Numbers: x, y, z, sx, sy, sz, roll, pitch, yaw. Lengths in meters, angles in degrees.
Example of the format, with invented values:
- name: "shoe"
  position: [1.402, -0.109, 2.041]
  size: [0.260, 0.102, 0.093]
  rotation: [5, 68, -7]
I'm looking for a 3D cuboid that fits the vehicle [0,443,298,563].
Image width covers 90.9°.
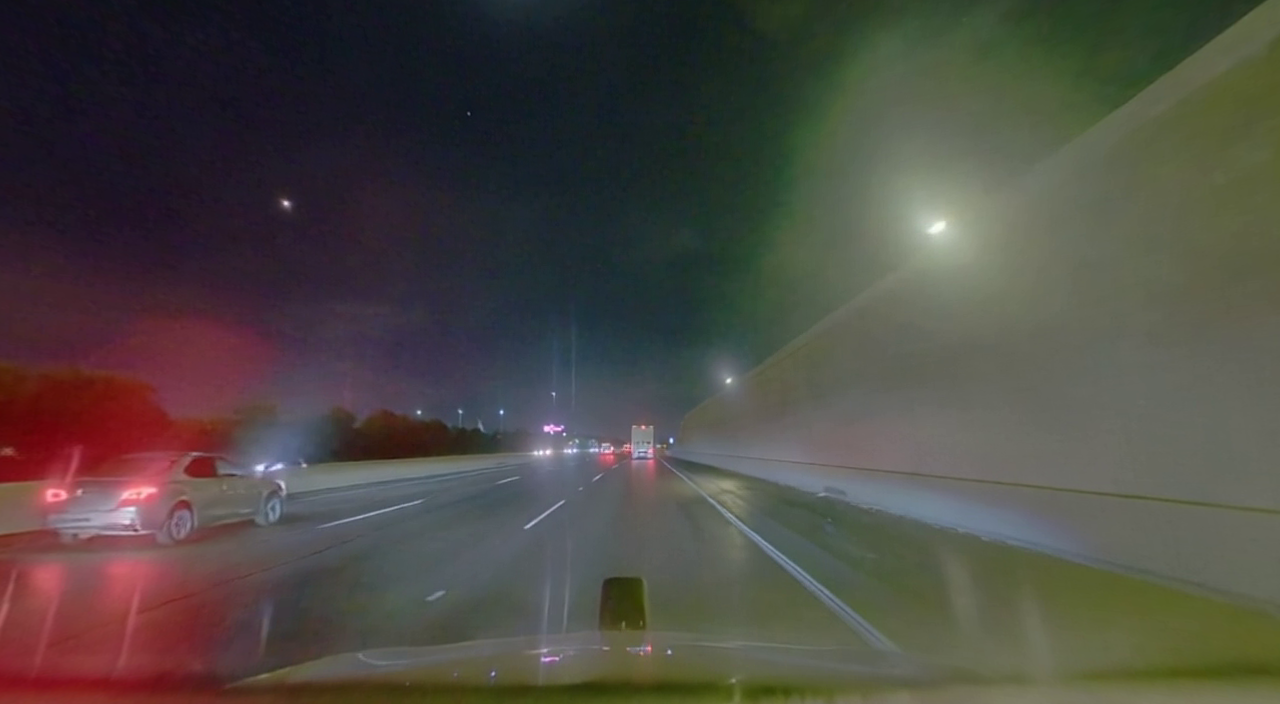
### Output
- name: "vehicle"
  position: [-7.778, 2.206, 10.136]
  size: [1.979, 1.470, 4.485]
  rotation: [0, -8, 1]
